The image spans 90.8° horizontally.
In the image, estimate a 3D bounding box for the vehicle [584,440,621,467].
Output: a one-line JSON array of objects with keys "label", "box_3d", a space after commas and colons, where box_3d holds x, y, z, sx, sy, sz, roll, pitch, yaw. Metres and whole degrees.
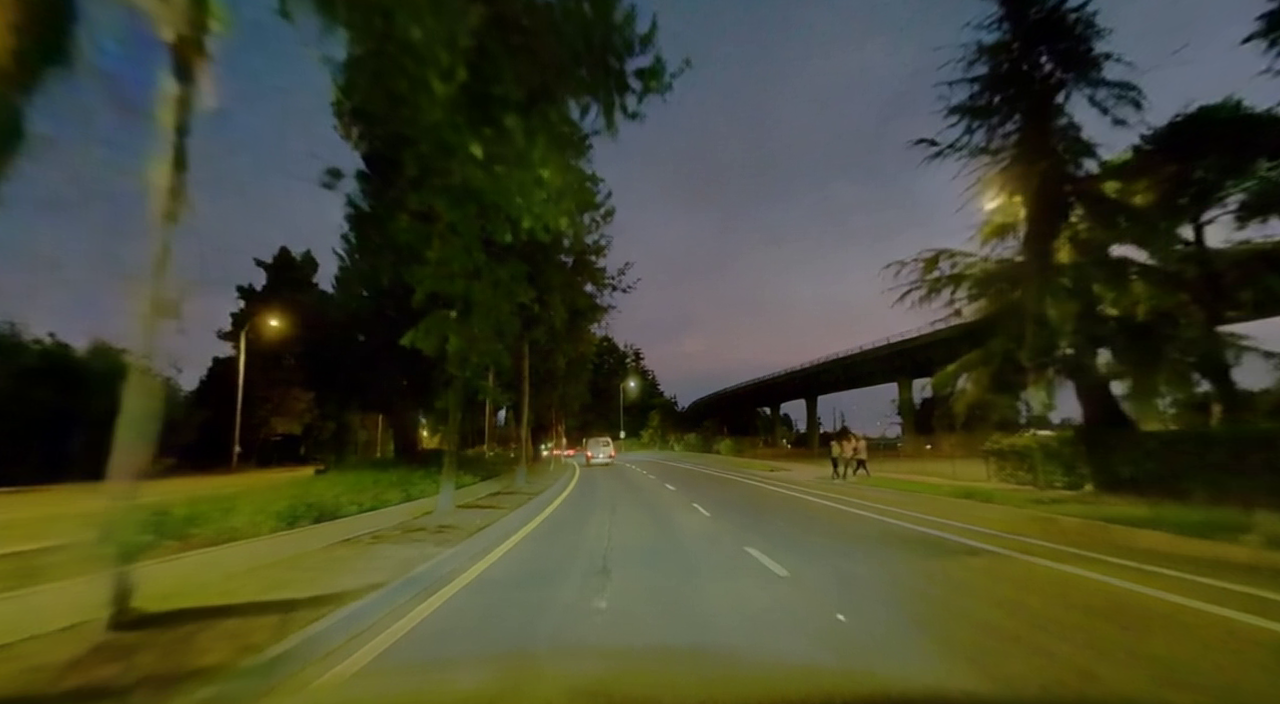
[{"label": "vehicle", "box_3d": [-2.607, 6.878, 43.072, 2.184, 1.713, 4.231, 1, -9, -8]}]
